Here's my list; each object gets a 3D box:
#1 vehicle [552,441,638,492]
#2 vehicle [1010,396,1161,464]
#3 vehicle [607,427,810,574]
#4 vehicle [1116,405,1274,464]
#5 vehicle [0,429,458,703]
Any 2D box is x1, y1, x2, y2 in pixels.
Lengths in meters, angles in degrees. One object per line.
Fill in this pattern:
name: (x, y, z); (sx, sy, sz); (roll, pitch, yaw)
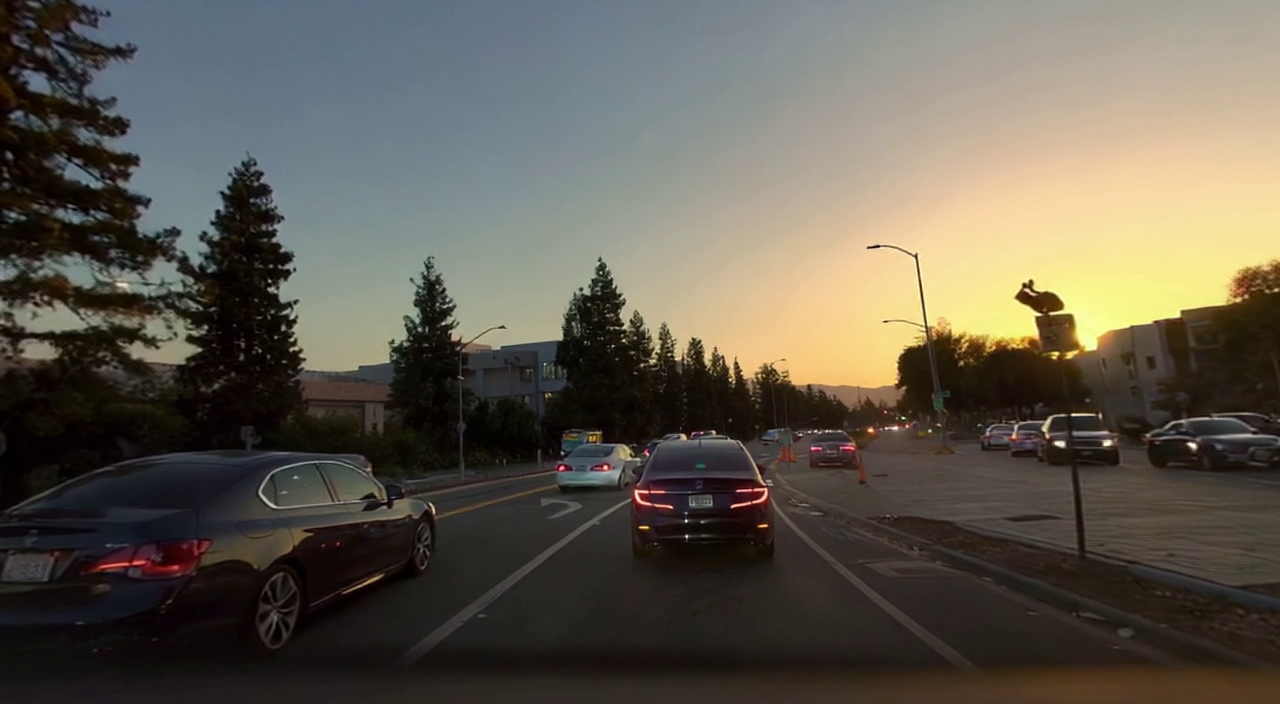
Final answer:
vehicle: (-1.361, 3.773, 21.087); (1.870, 1.490, 4.187); (-2, -9, 10)
vehicle: (14.215, 2.615, 20.511); (2.288, 1.933, 4.612); (-2, -9, 13)
vehicle: (0.883, 1.891, 8.823); (2.142, 1.528, 4.133); (-1, -9, 5)
vehicle: (17.247, 2.627, 19.876); (1.803, 1.518, 3.893); (-7, -9, 10)
vehicle: (-3.199, 1.457, 5.186); (1.940, 1.502, 4.241); (-1, -9, 3)
